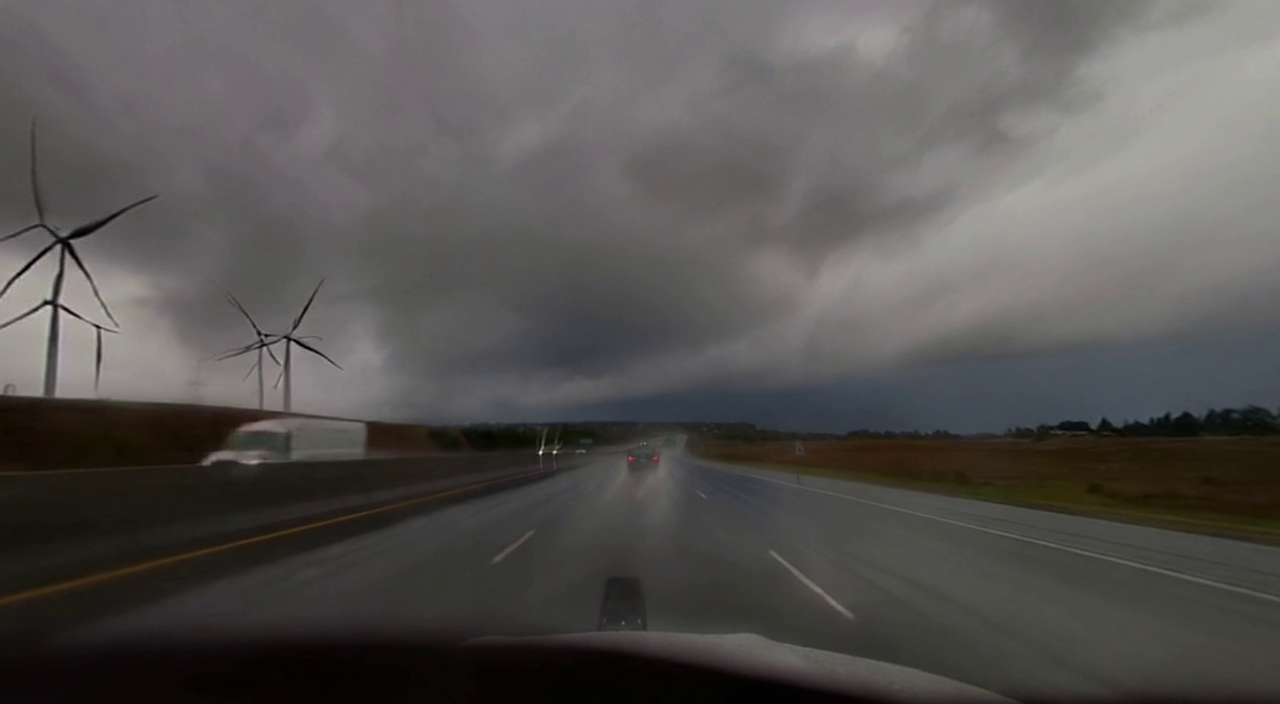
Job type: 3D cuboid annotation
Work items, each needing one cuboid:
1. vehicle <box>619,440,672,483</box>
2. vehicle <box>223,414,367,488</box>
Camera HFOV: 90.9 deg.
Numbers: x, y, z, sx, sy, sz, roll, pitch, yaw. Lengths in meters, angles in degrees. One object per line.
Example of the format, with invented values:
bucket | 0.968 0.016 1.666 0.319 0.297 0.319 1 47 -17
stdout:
vehicle | 0.211 4.610 26.739 2.083 1.653 3.787 0 -9 -1
vehicle | -15.753 4.616 29.531 2.585 3.015 7.117 0 -9 0
